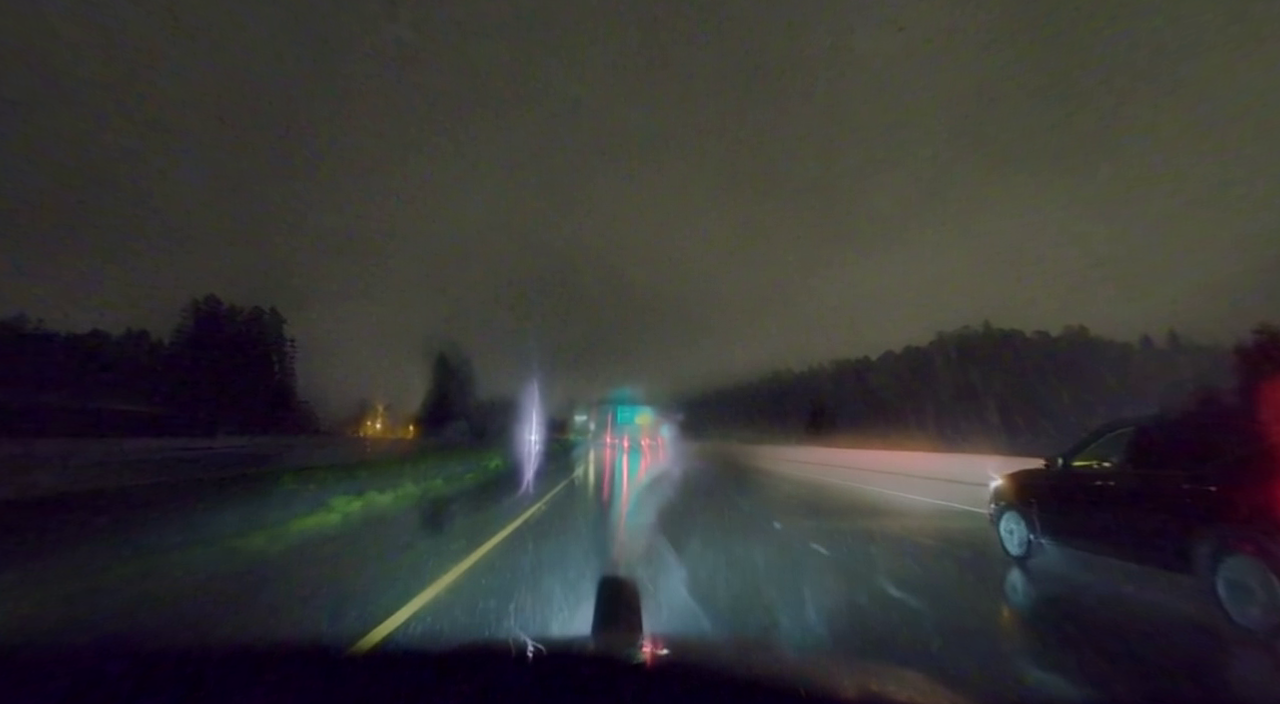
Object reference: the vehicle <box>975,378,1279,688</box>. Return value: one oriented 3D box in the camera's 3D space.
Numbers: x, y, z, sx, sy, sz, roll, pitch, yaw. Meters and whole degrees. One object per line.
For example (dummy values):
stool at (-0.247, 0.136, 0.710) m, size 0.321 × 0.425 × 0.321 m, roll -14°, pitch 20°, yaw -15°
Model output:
vehicle at (4.060, 1.006, 3.911) m, size 1.852 × 1.513 × 3.652 m, roll 0°, pitch -8°, yaw -1°

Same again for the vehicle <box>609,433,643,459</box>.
vehicle at (-0.906, 5.791, 39.002) m, size 1.998 × 1.512 × 3.735 m, roll 1°, pitch -8°, yaw -2°
